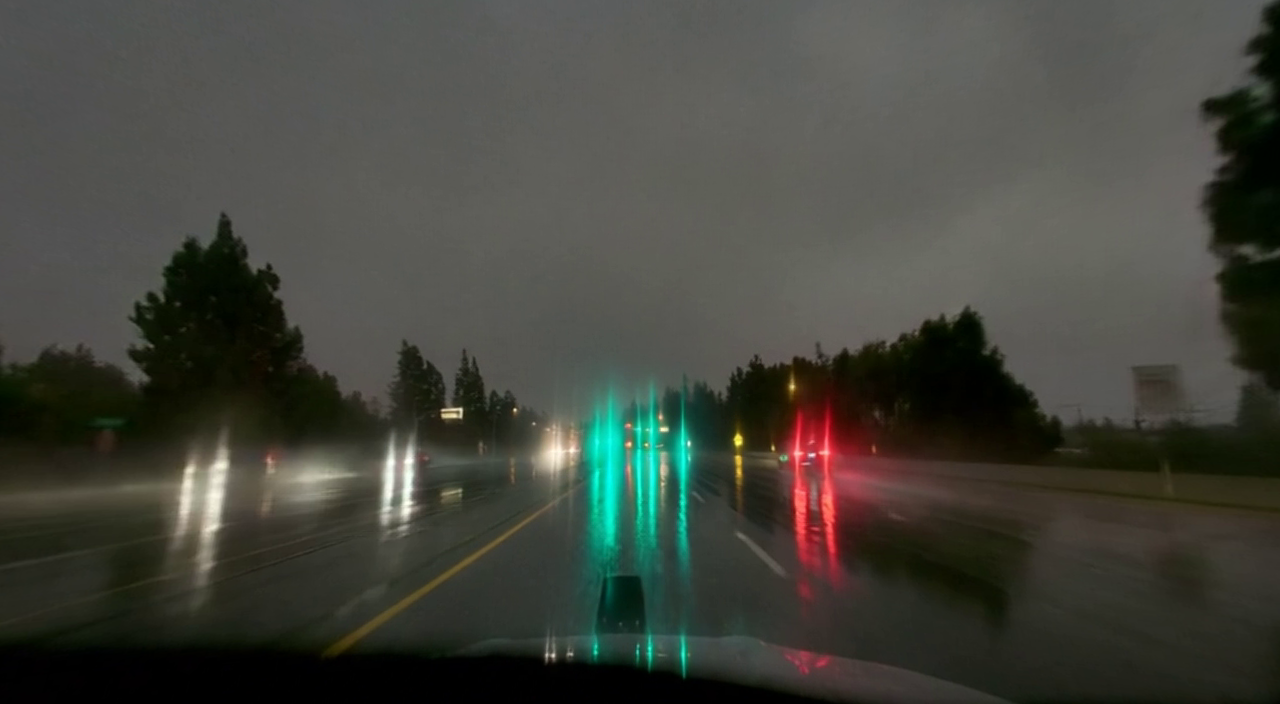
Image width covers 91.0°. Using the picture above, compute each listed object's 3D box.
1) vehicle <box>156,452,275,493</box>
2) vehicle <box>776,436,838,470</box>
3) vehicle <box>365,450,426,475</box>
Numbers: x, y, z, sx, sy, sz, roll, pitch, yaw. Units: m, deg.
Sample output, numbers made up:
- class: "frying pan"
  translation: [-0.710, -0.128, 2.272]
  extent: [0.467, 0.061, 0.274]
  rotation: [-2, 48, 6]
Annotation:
- class: "vehicle"
  translation: [-18.670, 5.276, 27.980]
  extent: [2.043, 1.627, 4.595]
  rotation: [0, -9, 1]
- class: "vehicle"
  translation: [9.452, 5.763, 36.064]
  extent: [2.170, 1.830, 4.720]
  rotation: [0, -9, 0]
- class: "vehicle"
  translation: [-15.505, 7.023, 40.237]
  extent: [1.972, 1.473, 4.632]
  rotation: [0, -9, 1]
